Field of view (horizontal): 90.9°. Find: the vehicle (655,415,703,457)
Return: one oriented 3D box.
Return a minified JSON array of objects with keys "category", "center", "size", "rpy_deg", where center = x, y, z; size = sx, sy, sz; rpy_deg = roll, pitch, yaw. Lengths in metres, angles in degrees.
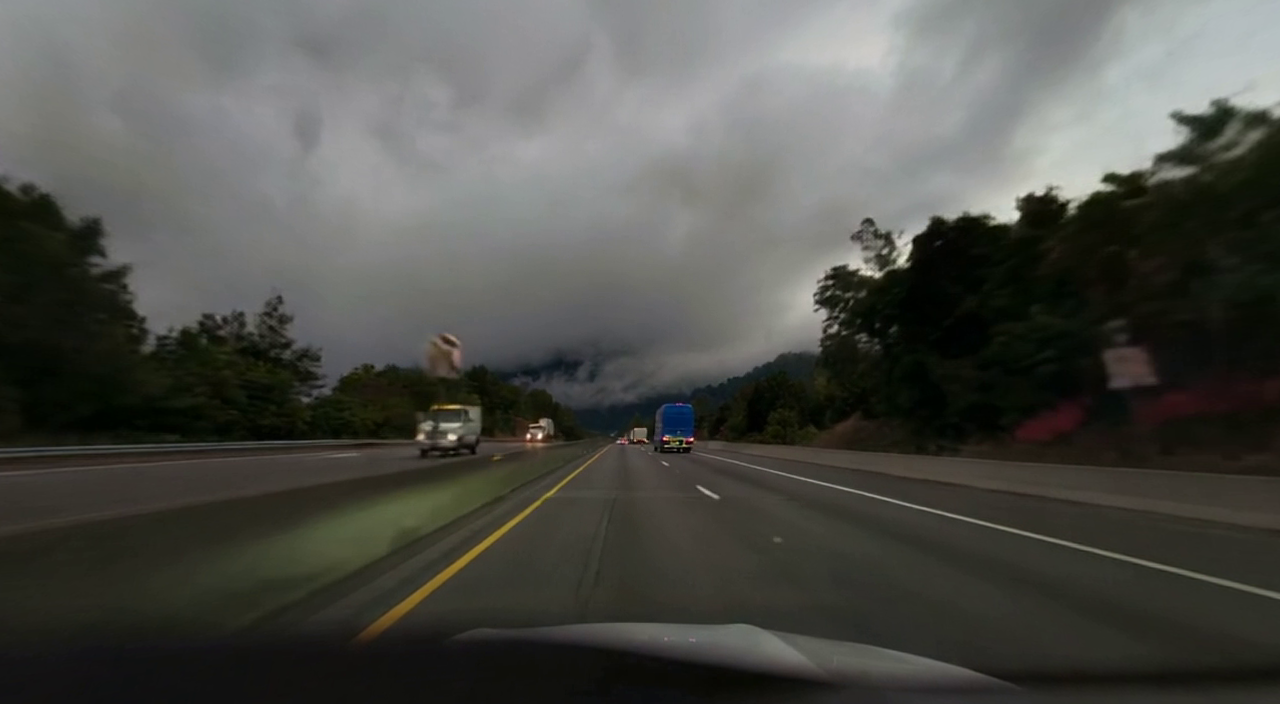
[{"category":"vehicle","center":[2.507,5.646,42.391],"size":[2.570,2.596,6.082],"rpy_deg":[0,-8,-3]}]

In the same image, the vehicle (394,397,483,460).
[{"category":"vehicle","center":[-9.580,3.751,30.639],"size":[2.420,2.722,6.220],"rpy_deg":[0,-8,-2]}]
